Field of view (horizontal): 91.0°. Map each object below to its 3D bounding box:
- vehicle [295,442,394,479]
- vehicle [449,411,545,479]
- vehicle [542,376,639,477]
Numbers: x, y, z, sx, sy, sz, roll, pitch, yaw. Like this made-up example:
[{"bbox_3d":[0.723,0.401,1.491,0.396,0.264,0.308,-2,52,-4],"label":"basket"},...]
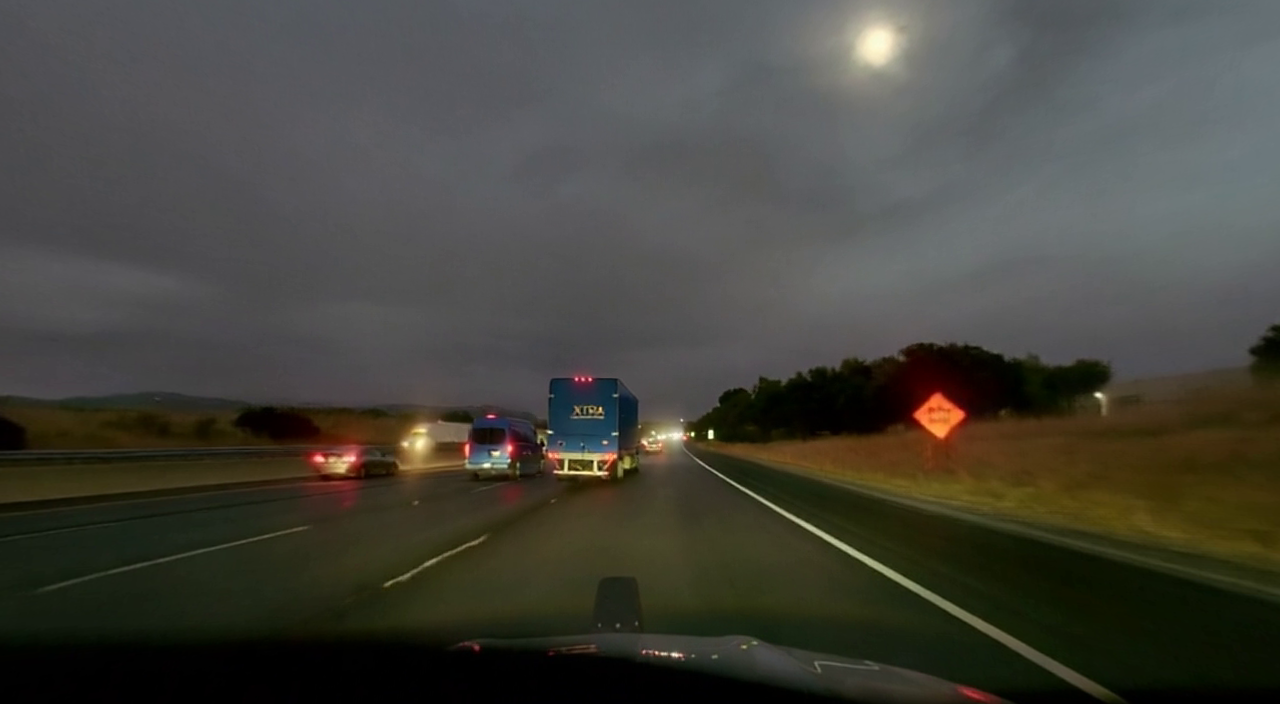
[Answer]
[{"bbox_3d":[-13.052,4.812,28.182,1.901,1.487,4.622,0,-9,4],"label":"vehicle"},{"bbox_3d":[-6.027,4.052,27.534,2.469,2.615,5.874,0,-9,3],"label":"vehicle"},{"bbox_3d":[-1.994,3.722,30.080,3.183,4.011,9.617,0,-9,4],"label":"vehicle"}]
